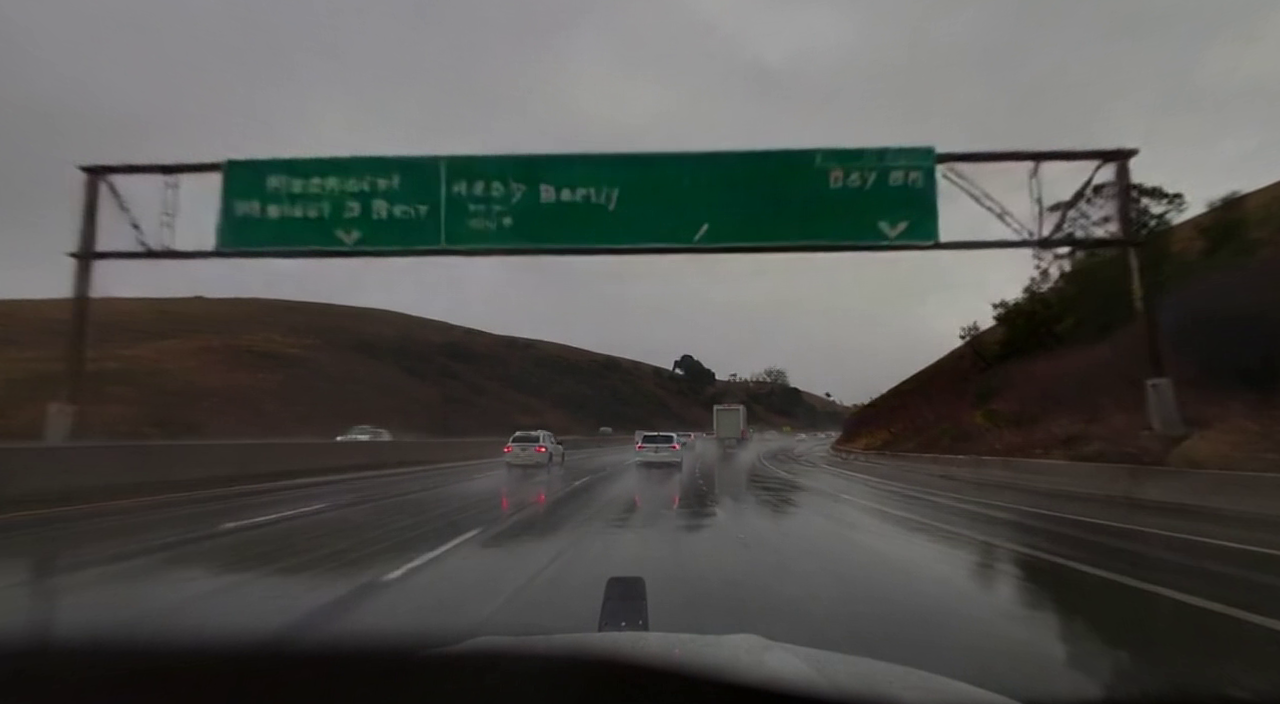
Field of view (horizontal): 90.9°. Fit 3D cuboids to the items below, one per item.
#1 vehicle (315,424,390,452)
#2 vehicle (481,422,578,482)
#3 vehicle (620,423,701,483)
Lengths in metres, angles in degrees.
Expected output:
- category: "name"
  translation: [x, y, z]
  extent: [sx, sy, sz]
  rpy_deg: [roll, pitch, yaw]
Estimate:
- category: "vehicle"
  translation: [-19.151, 5.806, 42.331]
  extent: [2.302, 1.711, 4.966]
  rpy_deg: [-1, -8, 6]
- category: "vehicle"
  translation: [-3.426, 3.235, 20.530]
  extent: [2.077, 1.712, 4.406]
  rpy_deg: [-1, -8, 4]
- category: "vehicle"
  translation: [0.787, 3.440, 21.672]
  extent: [2.484, 1.820, 4.497]
  rpy_deg: [-1, -8, 4]
